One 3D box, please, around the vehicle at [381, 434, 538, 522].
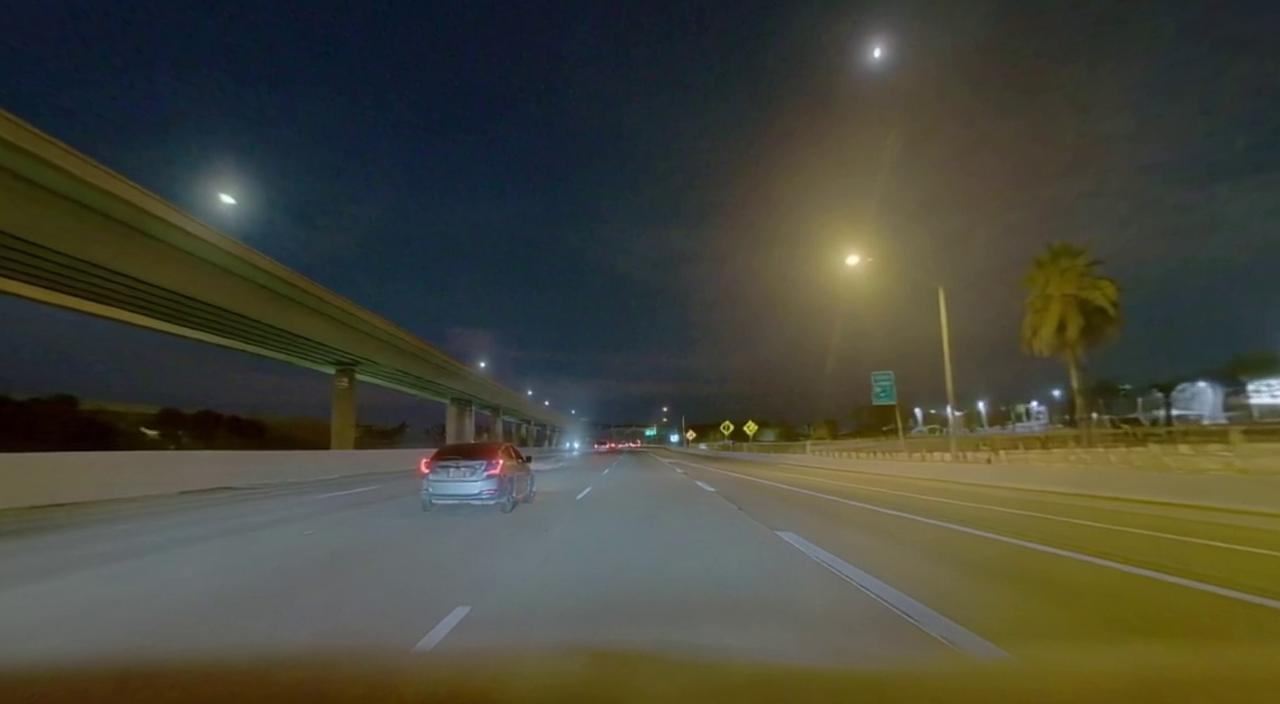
[{"bbox_3d":[-3.511,2.543,13.369,1.978,1.499,4.695,0,-8,-1],"label":"vehicle"}]
